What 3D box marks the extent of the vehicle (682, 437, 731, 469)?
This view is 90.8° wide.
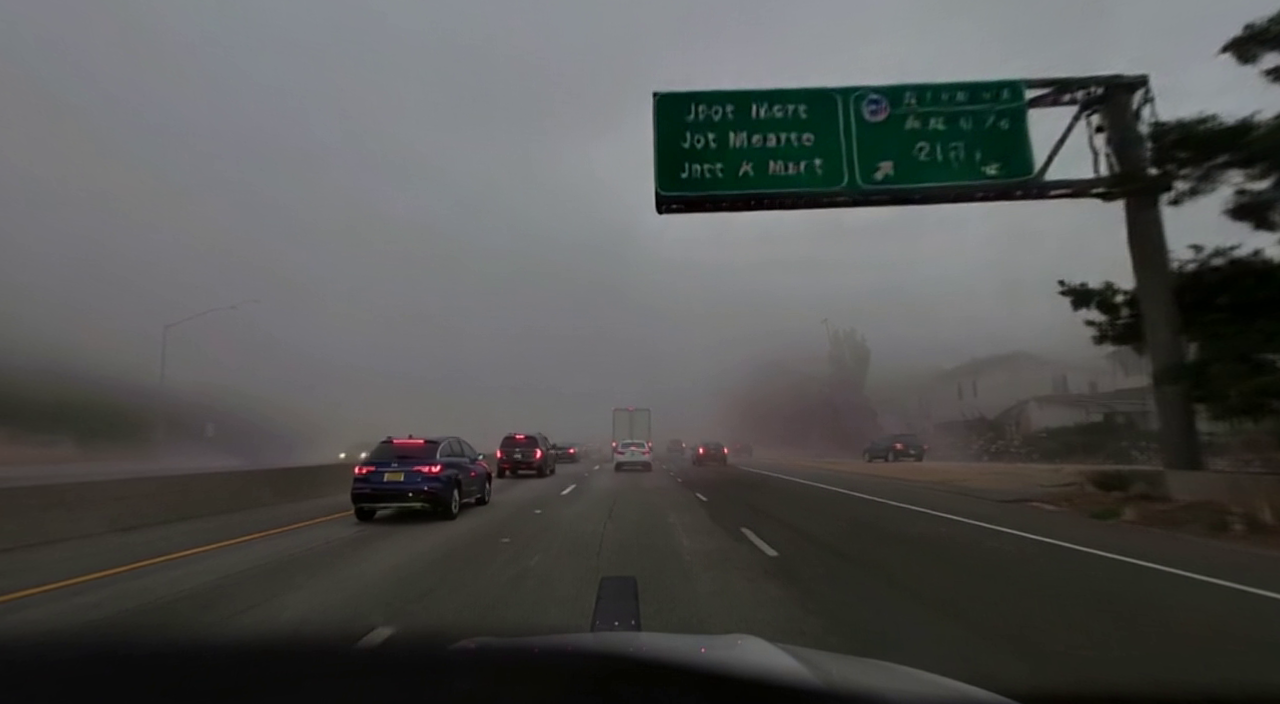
[{"bbox_3d":[3.437,5.341,33.479,2.027,1.554,4.252,0,-9,-1],"label":"vehicle"}]

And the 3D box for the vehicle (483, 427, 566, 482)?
[{"bbox_3d":[-4.468,4.081,25.405,2.301,1.944,5.482,0,-9,0],"label":"vehicle"}]

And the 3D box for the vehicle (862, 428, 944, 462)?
[{"bbox_3d":[13.544,4.835,32.770,2.048,1.674,4.106,1,-9,-8],"label":"vehicle"}]

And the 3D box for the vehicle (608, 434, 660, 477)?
[{"bbox_3d":[-0.271,4.459,27.480,2.063,1.703,4.203,0,-9,-1],"label":"vehicle"}]

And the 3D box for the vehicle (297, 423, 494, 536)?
[{"bbox_3d":[-4.138,2.223,11.547,1.988,1.668,4.021,0,-9,0],"label":"vehicle"}]
